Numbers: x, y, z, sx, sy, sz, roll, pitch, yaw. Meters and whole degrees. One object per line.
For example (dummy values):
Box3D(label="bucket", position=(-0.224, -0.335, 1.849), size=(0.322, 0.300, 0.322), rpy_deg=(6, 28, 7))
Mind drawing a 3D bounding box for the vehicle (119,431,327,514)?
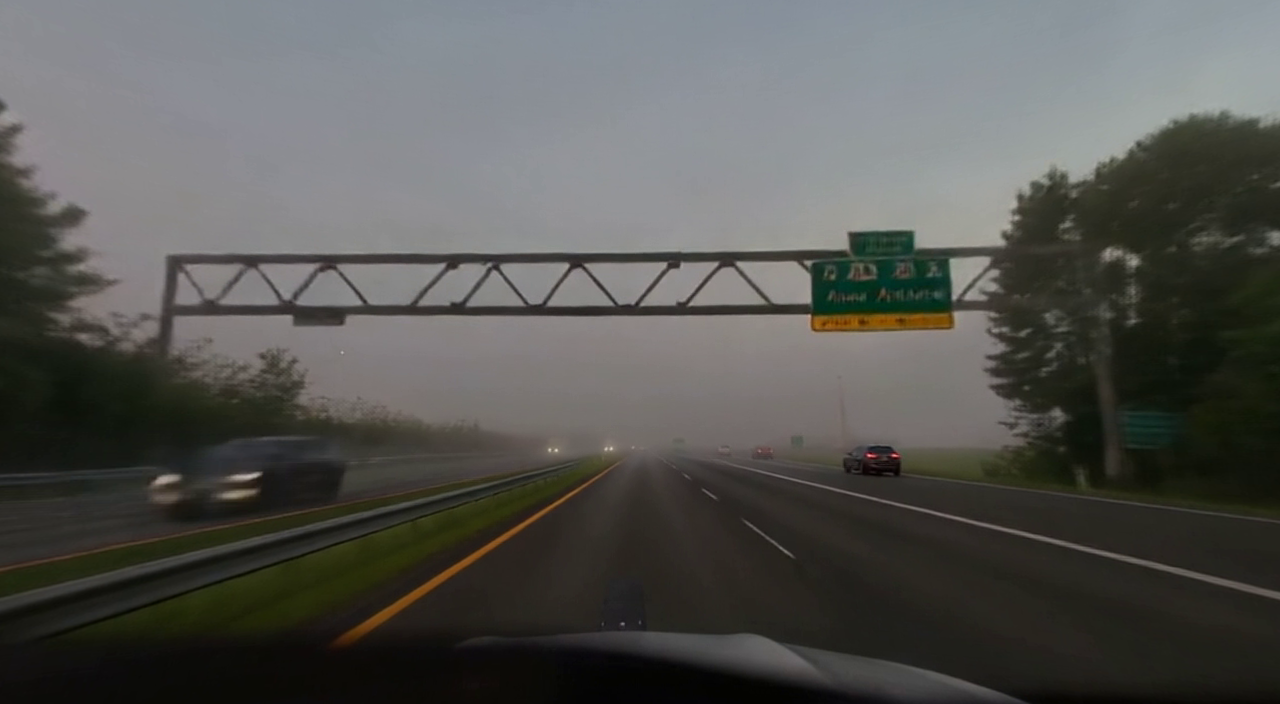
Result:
Box3D(label="vehicle", position=(-9.519, 2.775, 14.938), size=(1.848, 1.641, 4.321), rpy_deg=(0, -9, 1))

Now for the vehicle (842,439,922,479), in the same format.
Box3D(label="vehicle", position=(11.092, 4.936, 29.297), size=(1.897, 1.669, 4.825), rpy_deg=(0, -9, 2))
